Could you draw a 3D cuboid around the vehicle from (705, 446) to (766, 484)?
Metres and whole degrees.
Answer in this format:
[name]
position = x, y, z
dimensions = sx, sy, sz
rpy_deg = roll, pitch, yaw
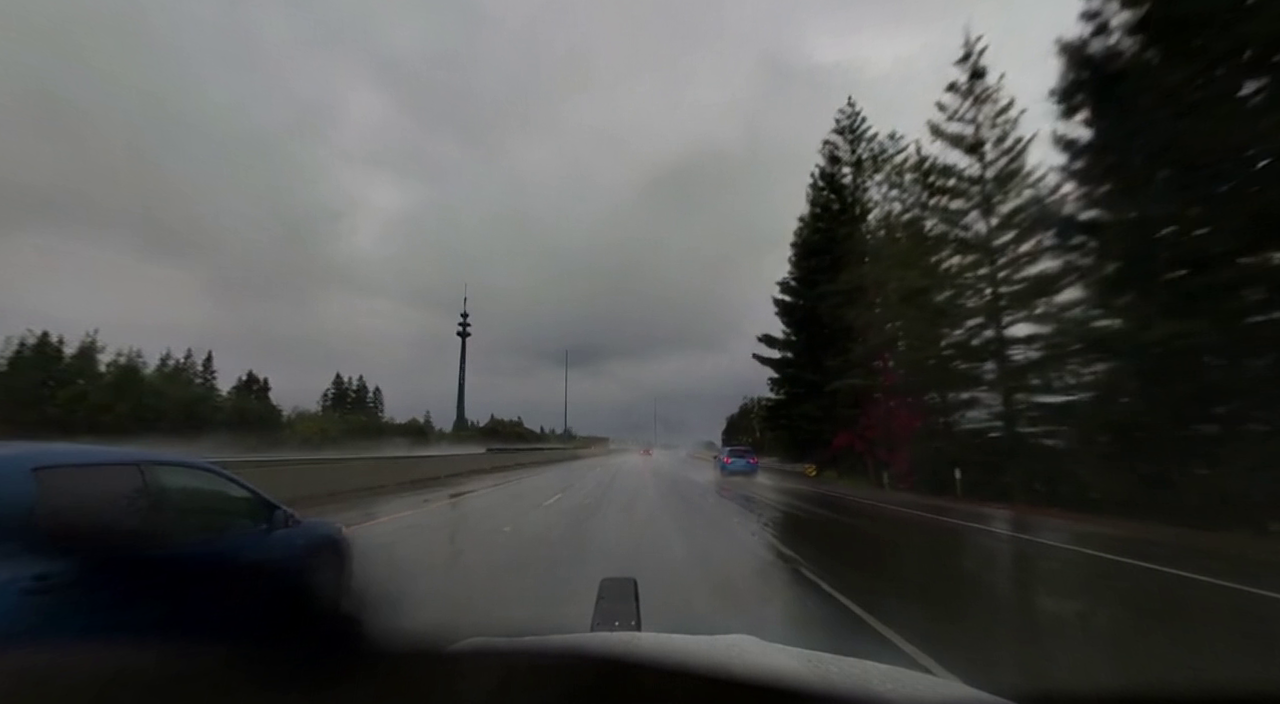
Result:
[vehicle]
position = 4.164, 4.973, 28.138
dimensions = 2.030, 1.526, 4.165
rpy_deg = 0, -8, 0
